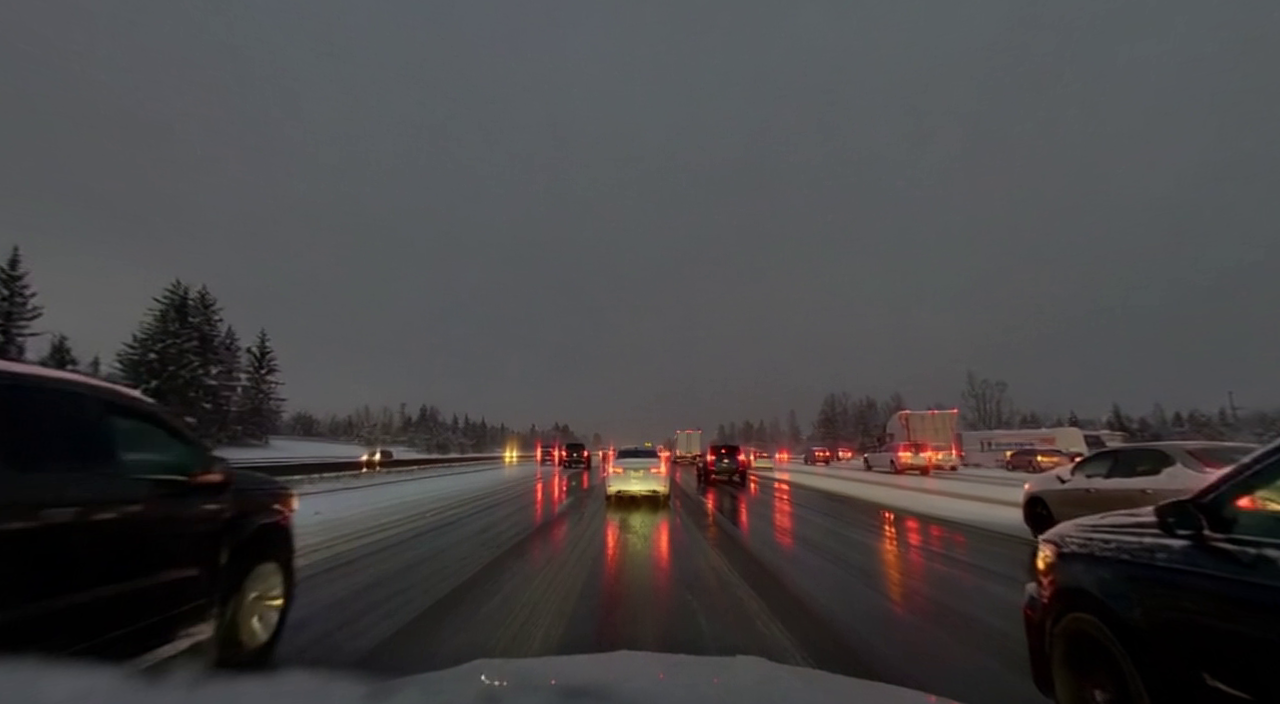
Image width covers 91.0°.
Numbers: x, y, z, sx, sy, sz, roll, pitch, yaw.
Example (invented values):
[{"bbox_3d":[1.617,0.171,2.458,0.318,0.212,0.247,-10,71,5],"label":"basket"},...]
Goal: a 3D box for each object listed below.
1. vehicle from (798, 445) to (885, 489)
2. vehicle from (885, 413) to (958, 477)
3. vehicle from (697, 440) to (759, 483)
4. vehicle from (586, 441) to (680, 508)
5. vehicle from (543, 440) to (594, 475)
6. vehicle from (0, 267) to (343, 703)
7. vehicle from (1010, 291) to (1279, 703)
[{"bbox_3d":[7.515,4.317,23.955,1.942,1.482,4.250,0,-9,0],"label":"vehicle"},{"bbox_3d":[17.333,5.768,38.983,2.777,3.740,3.338,1,-9,-1],"label":"vehicle"},{"bbox_3d":[3.707,4.669,27.161,2.053,1.666,4.106,0,-9,0],"label":"vehicle"},{"bbox_3d":[-0.132,3.098,16.339,2.132,1.499,4.038,0,-9,1],"label":"vehicle"},{"bbox_3d":[-3.747,5.648,33.960,2.079,1.741,4.436,0,-9,2],"label":"vehicle"},{"bbox_3d":[-3.691,0.641,2.258,2.510,1.959,5.372,0,-9,1],"label":"vehicle"},{"bbox_3d":[3.410,0.611,1.465,2.215,1.879,4.845,0,-9,1],"label":"vehicle"}]
